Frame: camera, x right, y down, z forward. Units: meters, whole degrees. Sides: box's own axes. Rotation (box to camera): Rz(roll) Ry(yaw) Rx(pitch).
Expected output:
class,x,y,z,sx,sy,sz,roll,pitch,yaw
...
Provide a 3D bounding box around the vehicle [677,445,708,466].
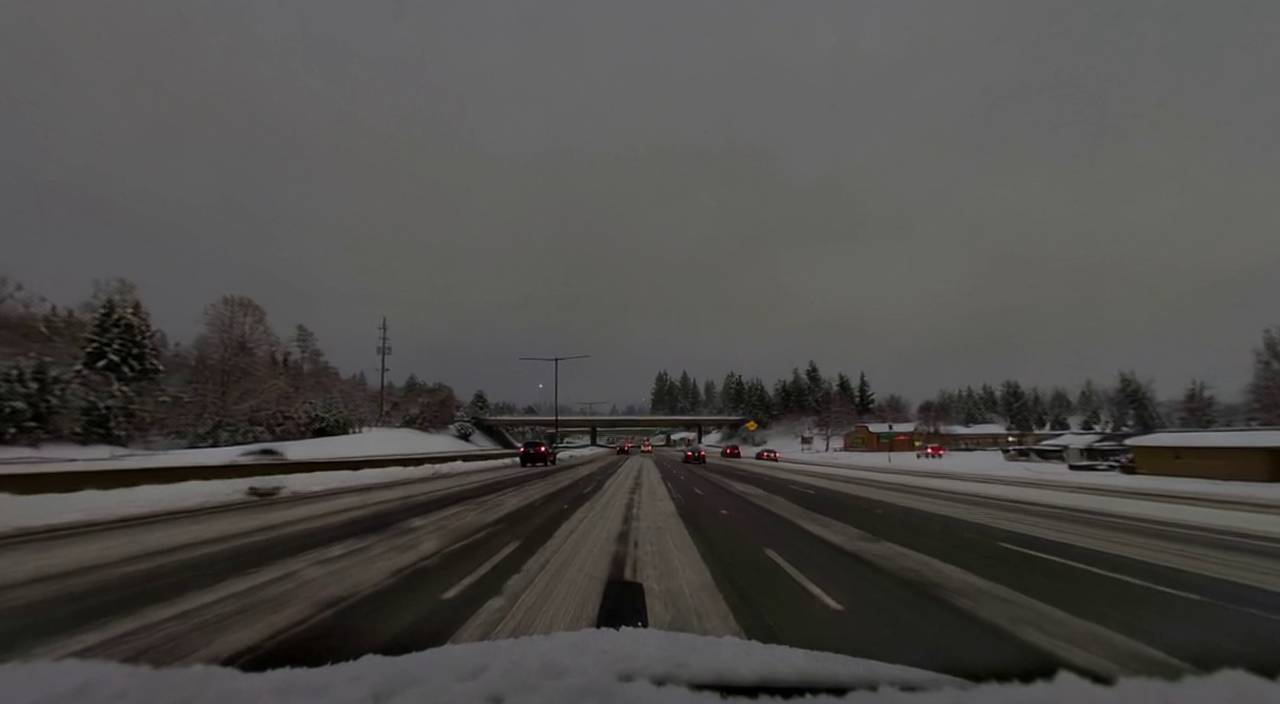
class,x,y,z,sx,sy,sz,roll,pitch,yaw
vehicle,3.803,7.532,45.867,1.950,1.453,3.378,0,-8,-1

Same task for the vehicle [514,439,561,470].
class,x,y,z,sx,sy,sz,roll,pitch,yaw
vehicle,-6.253,6.299,38.800,2.091,1.746,4.437,0,-8,1

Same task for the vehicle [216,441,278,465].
class,x,y,z,sx,sy,sz,roll,pitch,yaw
vehicle,-25.372,6.510,40.682,1.577,1.426,3.628,0,-8,1
